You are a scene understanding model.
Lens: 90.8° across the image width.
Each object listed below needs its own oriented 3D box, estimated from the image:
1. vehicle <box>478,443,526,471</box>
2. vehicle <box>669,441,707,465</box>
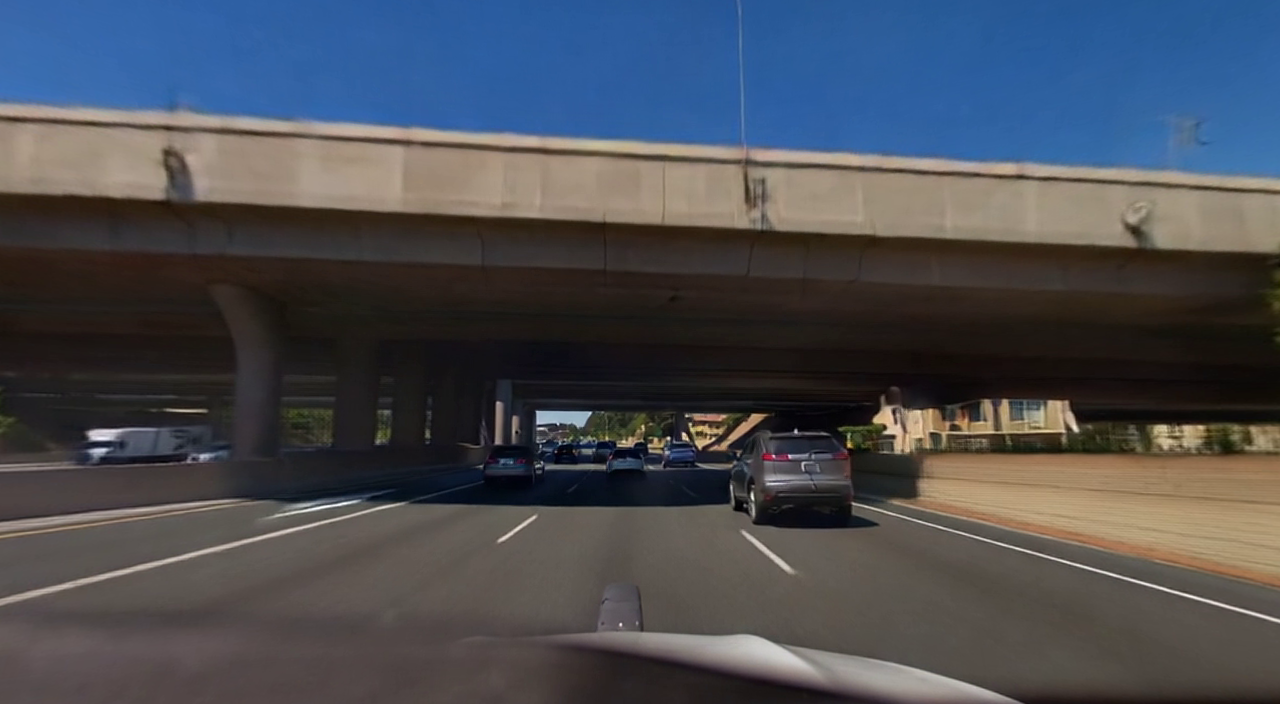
[{"bbox_3d":[-8.078,6.188,37.453,2.007,1.519,4.366,0,-8,-2],"label":"vehicle"},{"bbox_3d":[3.510,7.509,47.044,2.377,1.678,4.353,0,-8,-2],"label":"vehicle"}]
